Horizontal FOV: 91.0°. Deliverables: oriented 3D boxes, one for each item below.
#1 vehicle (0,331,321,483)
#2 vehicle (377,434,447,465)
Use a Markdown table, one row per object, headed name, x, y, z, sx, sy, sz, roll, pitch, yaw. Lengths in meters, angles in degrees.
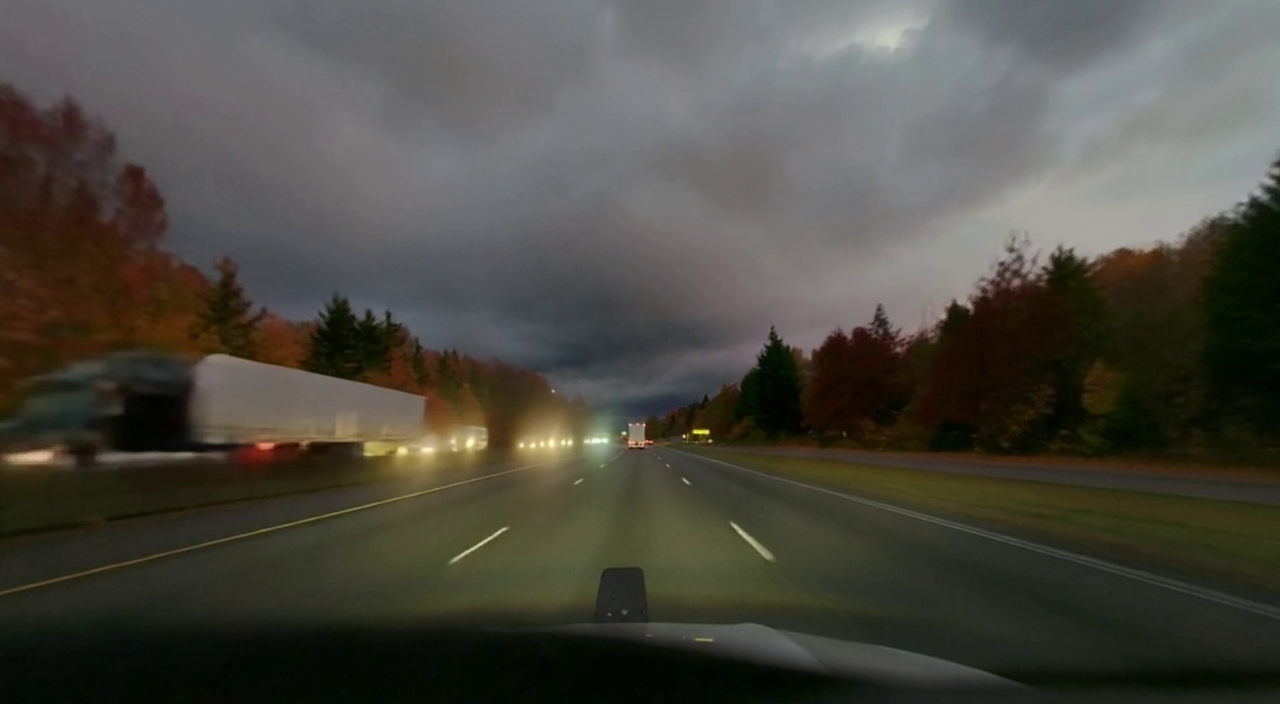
| name | x | y | z | sx | sy | sz | roll | pitch | yaw |
| --- | --- | --- | --- | --- | --- | --- | --- | --- | --- |
| vehicle | -15.534 | 2.188 | 22.018 | 3.051 | 4.038 | 10.652 | 0 | -8 | 0 |
| vehicle | -11.669 | 5.012 | 32.504 | 1.933 | 1.497 | 4.435 | 0 | -8 | 0 |
